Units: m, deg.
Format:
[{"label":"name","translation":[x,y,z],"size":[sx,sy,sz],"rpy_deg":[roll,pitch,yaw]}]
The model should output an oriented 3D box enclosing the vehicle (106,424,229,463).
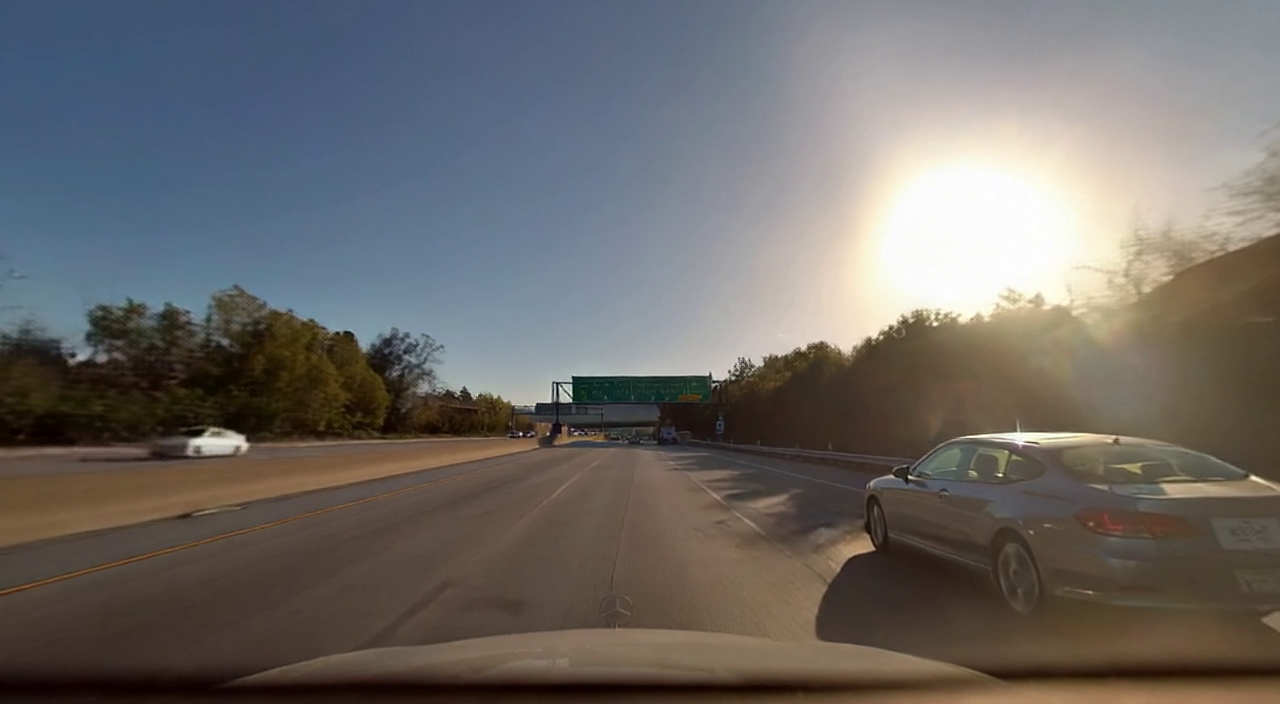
[{"label":"vehicle","translation":[-19.409,3.772,26.136],"size":[1.837,1.471,4.219],"rpy_deg":[0,-8,0]}]
